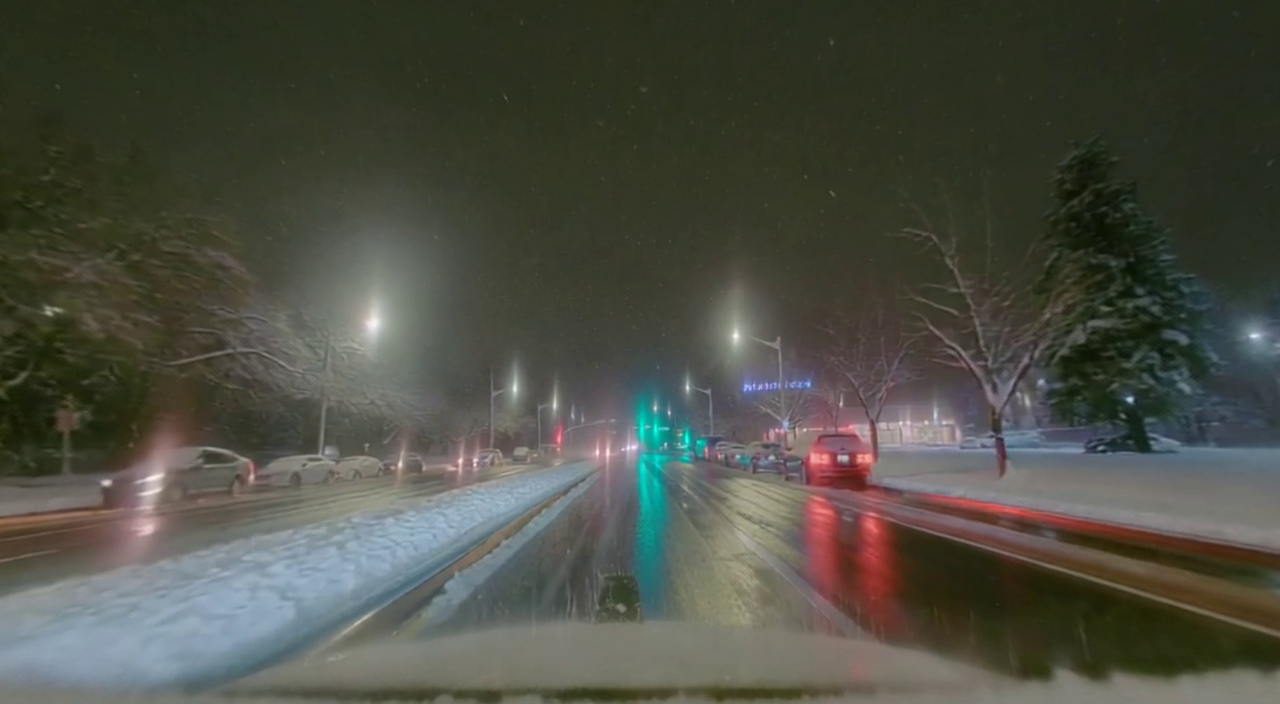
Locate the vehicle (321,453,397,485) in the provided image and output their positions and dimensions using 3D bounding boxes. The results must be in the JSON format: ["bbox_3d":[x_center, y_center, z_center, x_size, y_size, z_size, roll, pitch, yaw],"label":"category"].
[{"bbox_3d":[-14.614,6.084,32.992,1.880,1.488,4.483,0,-9,0],"label":"vehicle"}]

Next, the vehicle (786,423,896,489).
[{"bbox_3d":[7.744,4.161,25.080,2.327,2.296,5.692,0,-10,-2],"label":"vehicle"}]

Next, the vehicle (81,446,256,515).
[{"bbox_3d":[-14.546,3.932,19.881,2.002,1.765,4.775,-4,-9,-2],"label":"vehicle"}]

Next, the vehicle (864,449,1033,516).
[{"bbox_3d":[7.942,3.379,16.845,1.992,1.499,4.715,0,-9,-2],"label":"vehicle"}]

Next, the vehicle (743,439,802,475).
[{"bbox_3d":[7.635,6.118,36.858,2.092,1.887,5.632,0,-9,-1],"label":"vehicle"}]

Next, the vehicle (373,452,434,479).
[{"bbox_3d":[-14.482,6.945,38.818,1.897,1.517,4.802,0,-9,0],"label":"vehicle"}]

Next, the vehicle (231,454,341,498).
[{"bbox_3d":[-14.553,5.076,26.255,1.836,1.448,4.941,-1,-7,-1],"label":"vehicle"}]

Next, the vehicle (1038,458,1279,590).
[{"bbox_3d":[7.764,2.106,8.218,1.811,1.361,4.852,0,-9,-2],"label":"vehicle"}]

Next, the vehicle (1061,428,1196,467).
[{"bbox_3d":[27.421,5.412,35.557,2.195,2.015,5.433,5,-11,-33],"label":"vehicle"}]
